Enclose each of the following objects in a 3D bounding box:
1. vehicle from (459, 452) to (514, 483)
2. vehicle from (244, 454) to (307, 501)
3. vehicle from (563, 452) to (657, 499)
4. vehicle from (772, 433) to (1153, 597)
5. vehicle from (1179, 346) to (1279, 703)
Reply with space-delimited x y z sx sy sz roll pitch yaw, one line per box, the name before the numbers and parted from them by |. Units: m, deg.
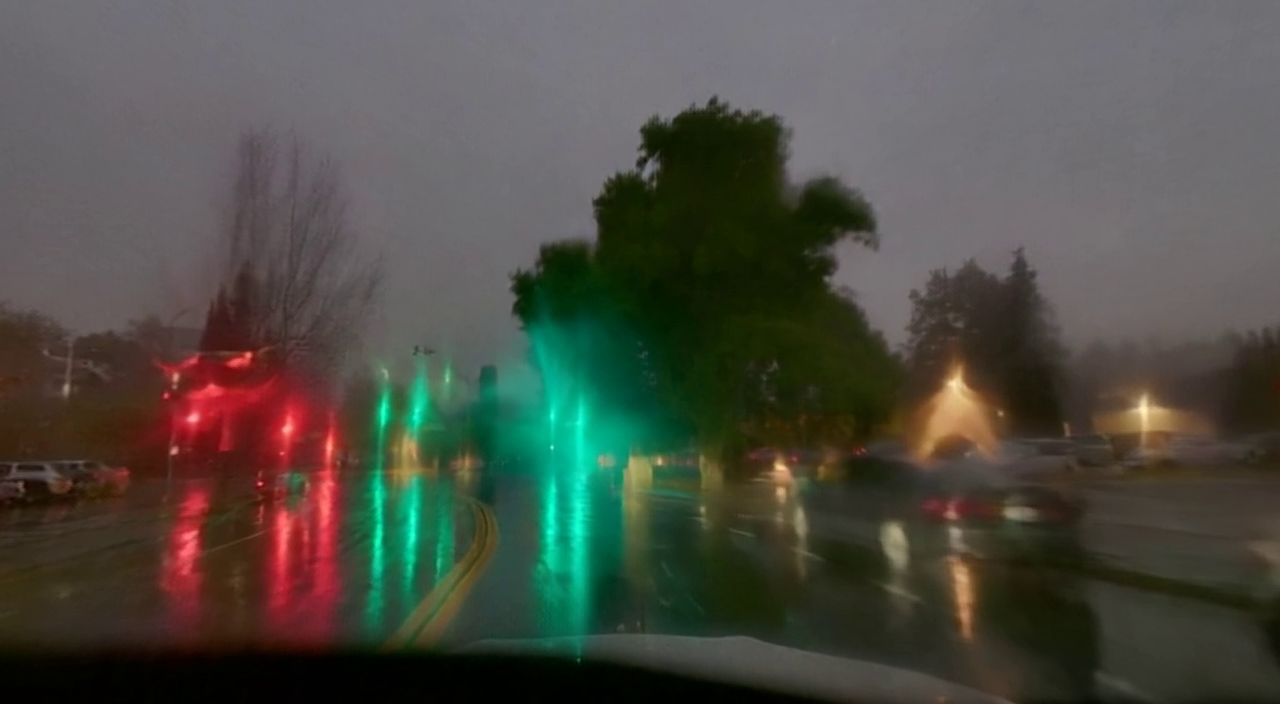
vehicle | -10.308 7.635 42.097 2.255 1.863 5.629 4 -10 -26
vehicle | -16.655 5.755 29.121 2.171 1.838 5.344 1 -10 -27
vehicle | -1.216 4.391 22.935 1.884 1.508 4.713 4 -10 -23
vehicle | 3.621 1.905 8.376 2.066 1.509 4.579 1 -9 -10
vehicle | 4.265 0.551 1.059 2.289 1.785 4.944 0 -9 0
